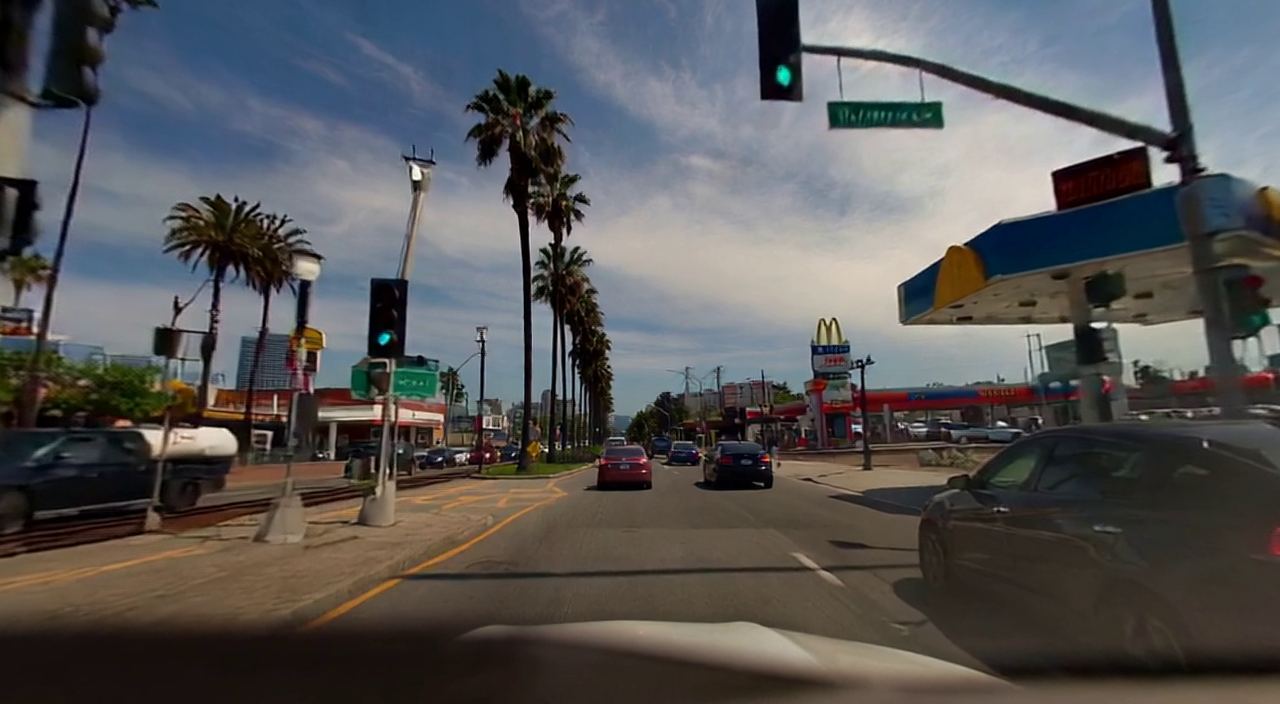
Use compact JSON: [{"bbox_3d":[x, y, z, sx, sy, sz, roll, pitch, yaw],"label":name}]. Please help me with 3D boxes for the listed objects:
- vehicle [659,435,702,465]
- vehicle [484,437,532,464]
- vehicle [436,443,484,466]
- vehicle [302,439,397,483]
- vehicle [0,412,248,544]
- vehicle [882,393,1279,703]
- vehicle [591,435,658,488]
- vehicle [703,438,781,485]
[{"bbox_3d":[2.541,6.318,40.977,2.299,1.803,5.434,0,-8,-1],"label":"vehicle"},{"bbox_3d":[-8.788,6.611,42.535,1.980,1.719,4.963,0,-8,2],"label":"vehicle"},{"bbox_3d":[-12.119,6.922,42.880,1.908,1.506,4.397,0,-8,1],"label":"vehicle"},{"bbox_3d":[-12.540,4.719,27.658,2.006,1.737,4.537,0,-8,0],"label":"vehicle"},{"bbox_3d":[-10.178,2.171,11.491,2.252,1.871,5.727,-1,-8,2],"label":"vehicle"},{"bbox_3d":[3.392,1.131,4.000,1.987,1.474,4.198,0,-8,-1],"label":"vehicle"},{"bbox_3d":[-0.514,3.588,21.030,2.021,1.550,4.090,0,-8,-1],"label":"vehicle"},{"bbox_3d":[3.410,3.763,22.042,1.889,1.448,4.262,0,-8,-2],"label":"vehicle"}]
